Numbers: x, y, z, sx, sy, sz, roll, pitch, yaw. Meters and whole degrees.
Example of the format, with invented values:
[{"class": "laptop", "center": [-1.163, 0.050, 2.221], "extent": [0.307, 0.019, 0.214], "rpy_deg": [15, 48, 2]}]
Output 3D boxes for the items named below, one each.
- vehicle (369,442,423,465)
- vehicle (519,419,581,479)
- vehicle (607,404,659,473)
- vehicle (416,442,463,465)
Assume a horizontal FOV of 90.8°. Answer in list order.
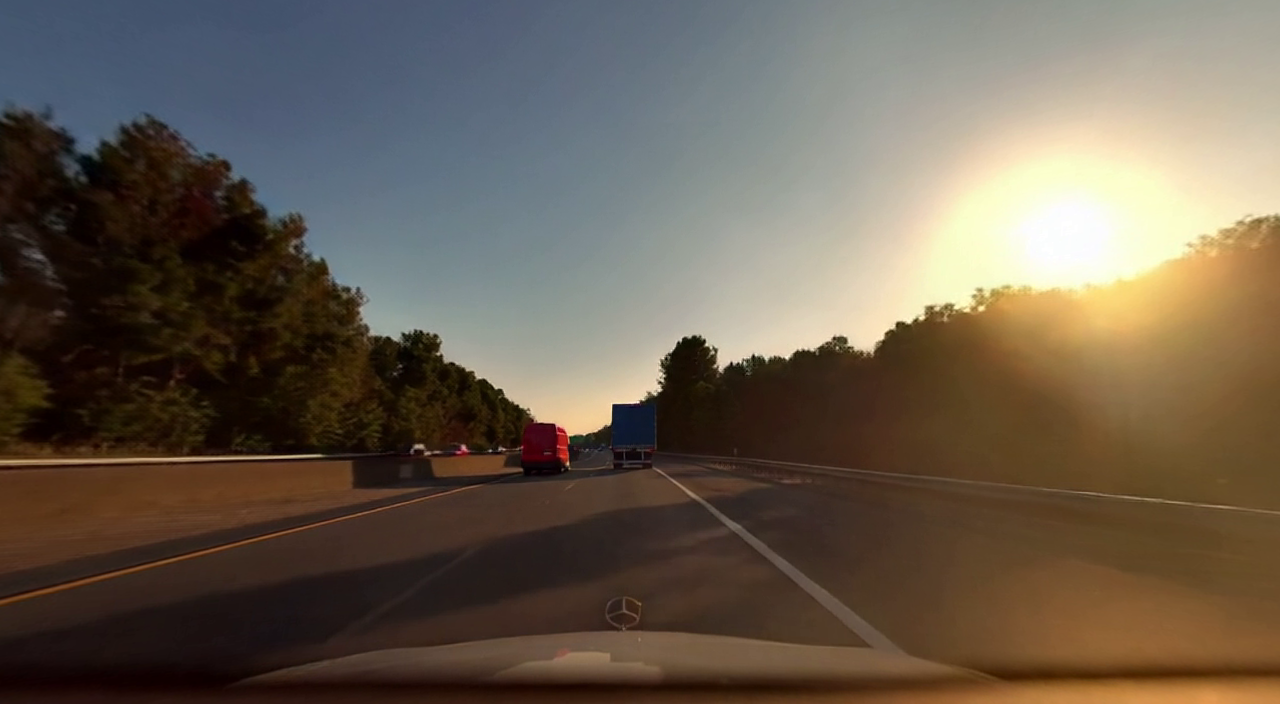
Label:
[{"class": "vehicle", "center": [-17.230, 7.188, 44.788], "extent": [1.977, 1.519, 4.809], "rpy_deg": [0, -9, -1]}, {"class": "vehicle", "center": [-4.550, 5.070, 32.959], "extent": [2.357, 2.786, 6.144], "rpy_deg": [0, -9, -1]}, {"class": "vehicle", "center": [-0.542, 5.864, 42.111], "extent": [2.995, 4.036, 10.311], "rpy_deg": [0, -9, -2]}, {"class": "vehicle", "center": [-13.671, 6.942, 43.158], "extent": [1.867, 1.486, 4.002], "rpy_deg": [0, -9, 0]}]
